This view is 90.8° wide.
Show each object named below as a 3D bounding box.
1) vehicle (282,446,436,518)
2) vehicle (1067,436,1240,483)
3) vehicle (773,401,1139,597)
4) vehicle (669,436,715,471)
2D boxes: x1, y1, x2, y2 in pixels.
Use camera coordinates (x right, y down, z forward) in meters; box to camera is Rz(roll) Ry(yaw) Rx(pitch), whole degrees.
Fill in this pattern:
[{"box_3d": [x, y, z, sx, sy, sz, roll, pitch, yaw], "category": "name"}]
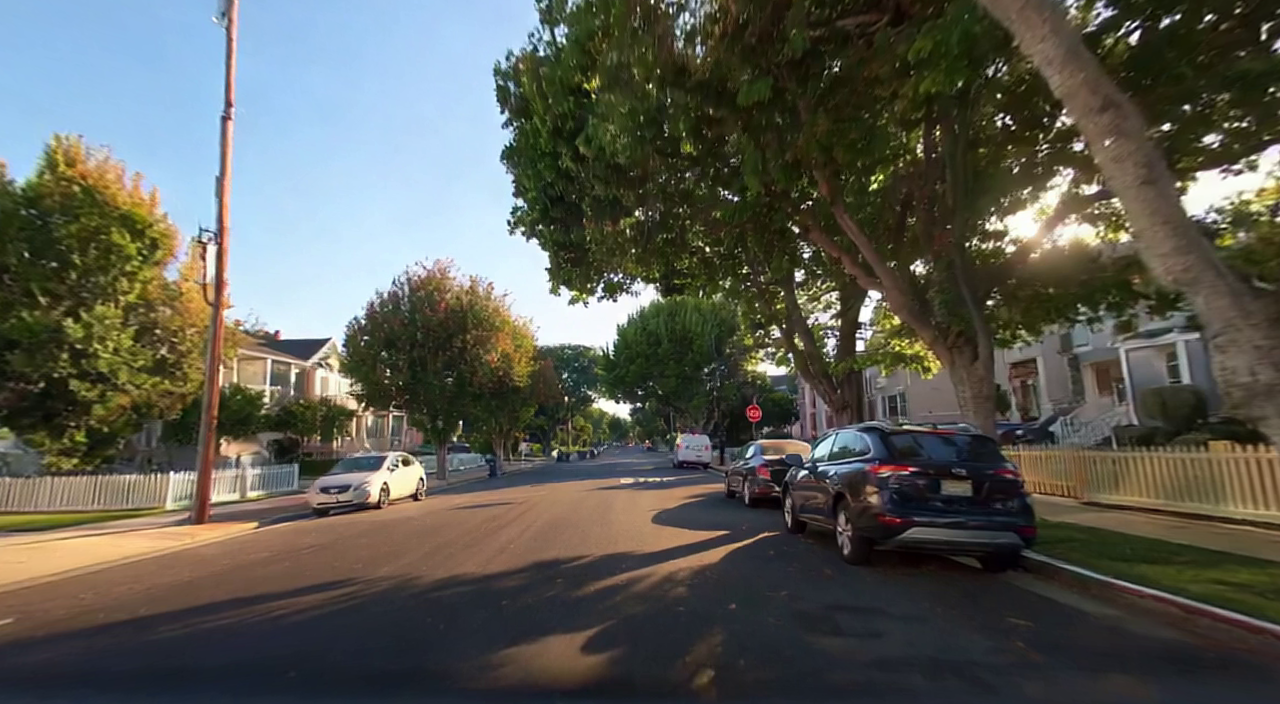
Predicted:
[{"box_3d": [-7.147, 3.308, 16.654, 2.125, 1.623, 4.207, 0, -9, -1], "category": "vehicle"}, {"box_3d": [15.817, 3.321, 19.623, 3.814, 1.370, 1.728, 0, -9, 0], "category": "vehicle"}, {"box_3d": [3.287, 1.631, 7.884, 2.080, 1.706, 4.449, 0, -9, -3], "category": "vehicle"}, {"box_3d": [2.811, 5.649, 35.220, 2.126, 1.795, 4.751, 0, -9, -1], "category": "vehicle"}]
